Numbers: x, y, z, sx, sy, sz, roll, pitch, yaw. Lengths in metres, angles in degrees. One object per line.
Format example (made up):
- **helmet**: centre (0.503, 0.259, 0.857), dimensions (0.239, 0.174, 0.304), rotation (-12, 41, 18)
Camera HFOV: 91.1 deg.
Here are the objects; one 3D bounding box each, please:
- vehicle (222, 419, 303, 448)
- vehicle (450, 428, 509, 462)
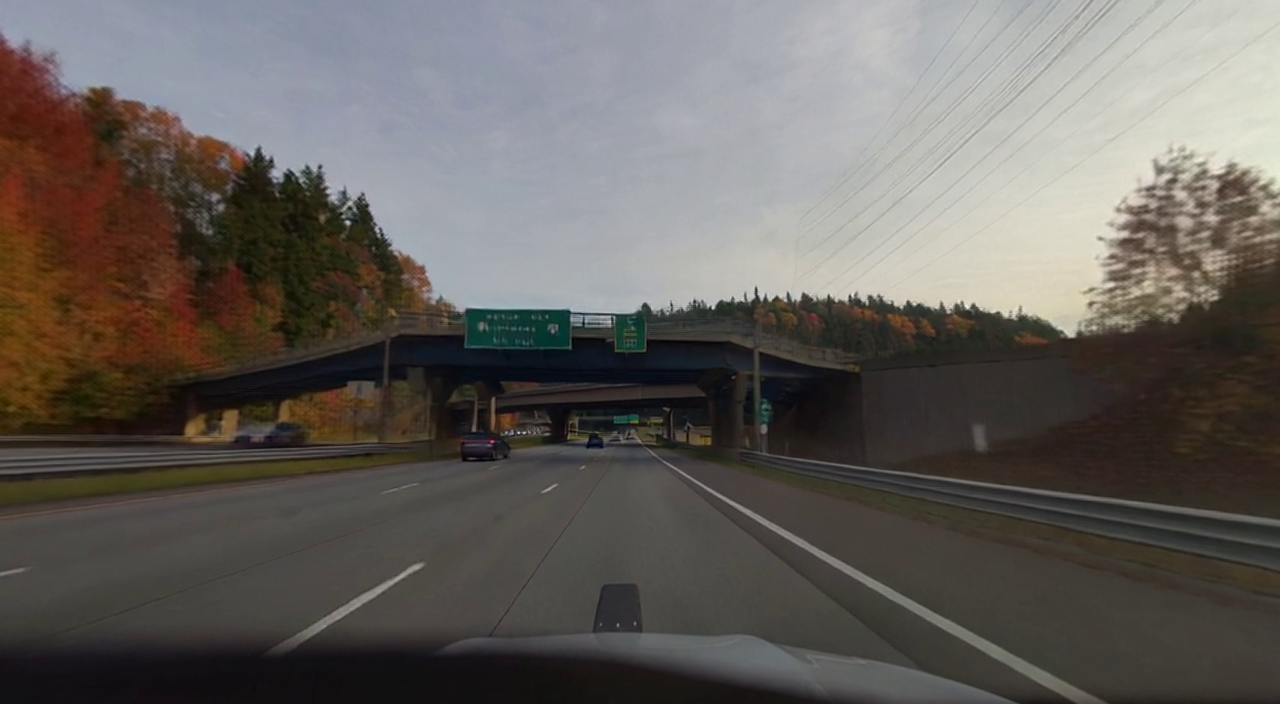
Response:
- **vehicle**: centre (-21.479, 4.697, 36.000), dimensions (1.908, 1.552, 4.438), rotation (0, -8, -1)
- **vehicle**: centre (-8.458, 4.963, 33.617), dimensions (1.987, 1.677, 4.580), rotation (0, -8, -1)
